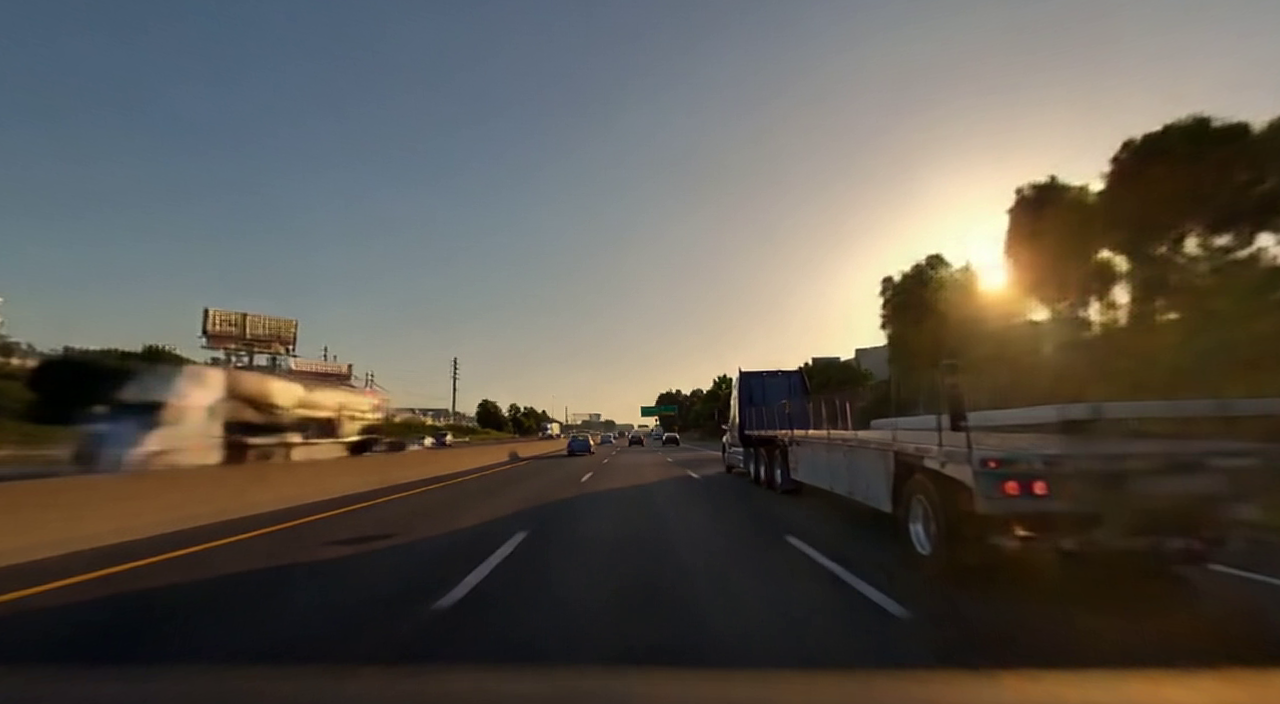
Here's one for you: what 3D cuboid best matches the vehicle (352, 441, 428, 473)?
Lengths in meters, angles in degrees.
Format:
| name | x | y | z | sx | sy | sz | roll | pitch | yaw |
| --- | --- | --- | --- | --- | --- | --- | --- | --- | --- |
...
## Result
| name | x | y | z | sx | sy | sz | roll | pitch | yaw |
| --- | --- | --- | --- | --- | --- | --- | --- | --- | --- |
| vehicle | -11.798 | 4.950 | 30.031 | 2.053 | 1.404 | 4.032 | 0 | -8 | -1 |

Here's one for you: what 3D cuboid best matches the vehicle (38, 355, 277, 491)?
| name | x | y | z | sx | sy | sz | roll | pitch | yaw |
| --- | --- | --- | --- | --- | --- | --- | --- | --- | --- |
| vehicle | -15.515 | 2.401 | 21.050 | 3.132 | 3.881 | 5.928 | 0 | -8 | -1 |

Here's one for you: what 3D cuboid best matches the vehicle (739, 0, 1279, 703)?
| name | x | y | z | sx | sy | sz | roll | pitch | yaw |
| --- | --- | --- | --- | --- | --- | --- | --- | --- | --- |
| vehicle | 3.914 | 0.529 | 8.765 | 2.871 | 3.815 | 11.331 | 0 | -8 | -2 |

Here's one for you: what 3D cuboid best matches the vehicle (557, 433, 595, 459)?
| name | x | y | z | sx | sy | sz | roll | pitch | yaw |
| --- | --- | --- | --- | --- | --- | --- | --- | --- | --- |
| vehicle | -3.732 | 5.535 | 37.318 | 1.930 | 1.484 | 3.849 | 0 | -8 | -1 |
